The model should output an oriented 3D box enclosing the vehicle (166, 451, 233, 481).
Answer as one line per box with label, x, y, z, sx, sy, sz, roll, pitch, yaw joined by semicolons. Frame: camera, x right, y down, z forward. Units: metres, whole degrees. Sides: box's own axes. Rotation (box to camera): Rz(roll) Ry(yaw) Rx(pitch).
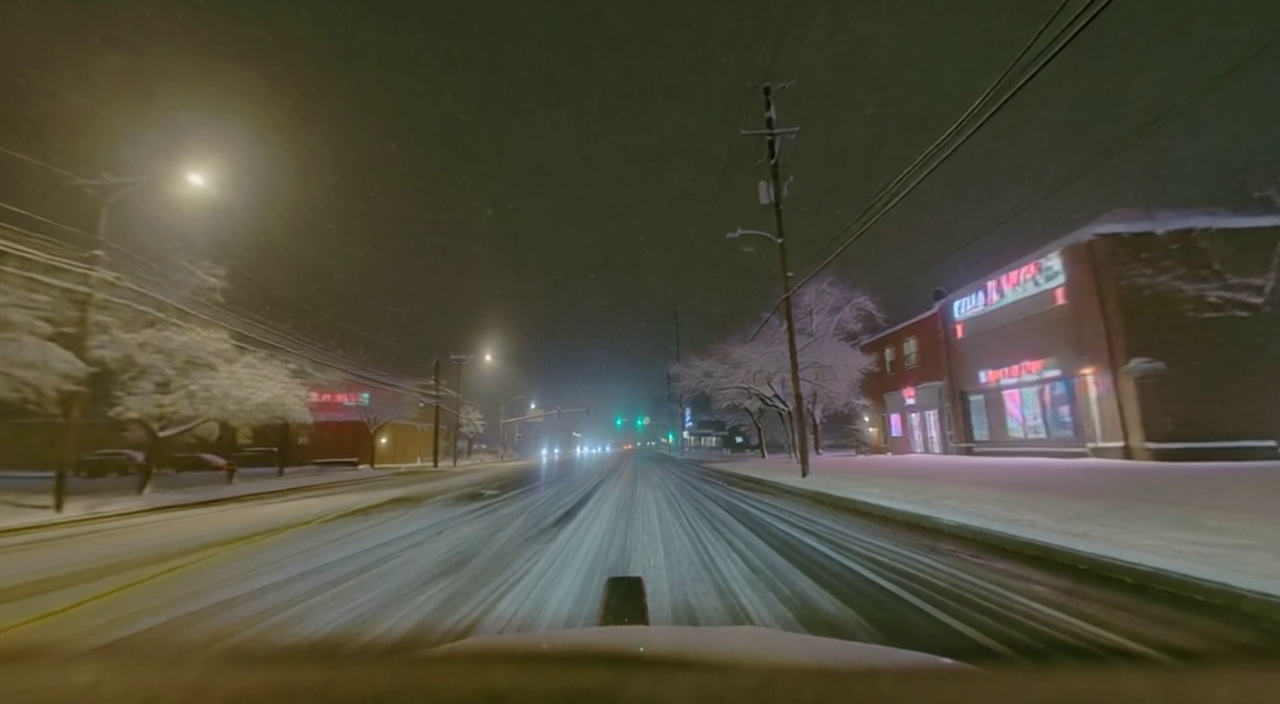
vehicle;-29.094;7.460;41.528;4.811;1.756;2.070;-6;-11;37
